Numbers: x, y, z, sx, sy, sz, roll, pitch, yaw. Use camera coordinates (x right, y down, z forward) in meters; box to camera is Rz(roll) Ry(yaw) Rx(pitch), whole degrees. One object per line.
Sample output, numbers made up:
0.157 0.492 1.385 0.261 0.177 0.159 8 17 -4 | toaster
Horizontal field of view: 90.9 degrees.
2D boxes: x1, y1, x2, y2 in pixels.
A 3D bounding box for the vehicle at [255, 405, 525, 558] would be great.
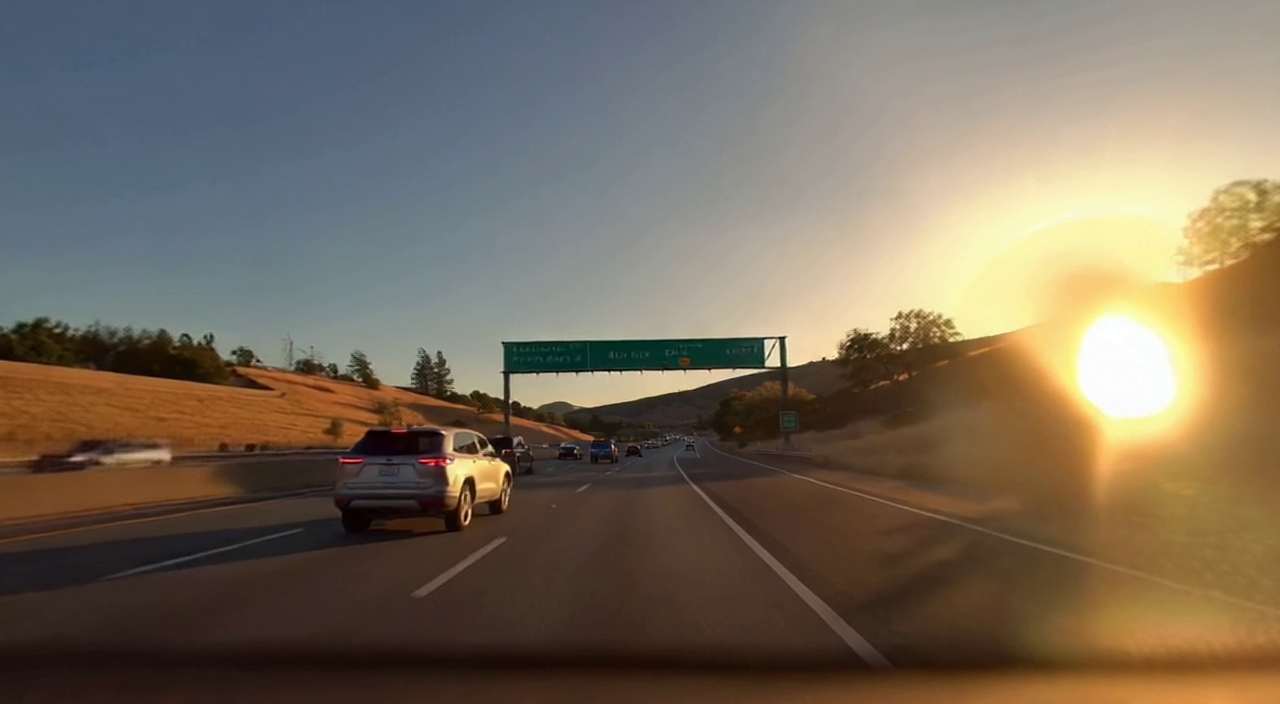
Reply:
-3.500 1.950 10.166 2.218 1.848 4.789 0 -9 2 | vehicle
